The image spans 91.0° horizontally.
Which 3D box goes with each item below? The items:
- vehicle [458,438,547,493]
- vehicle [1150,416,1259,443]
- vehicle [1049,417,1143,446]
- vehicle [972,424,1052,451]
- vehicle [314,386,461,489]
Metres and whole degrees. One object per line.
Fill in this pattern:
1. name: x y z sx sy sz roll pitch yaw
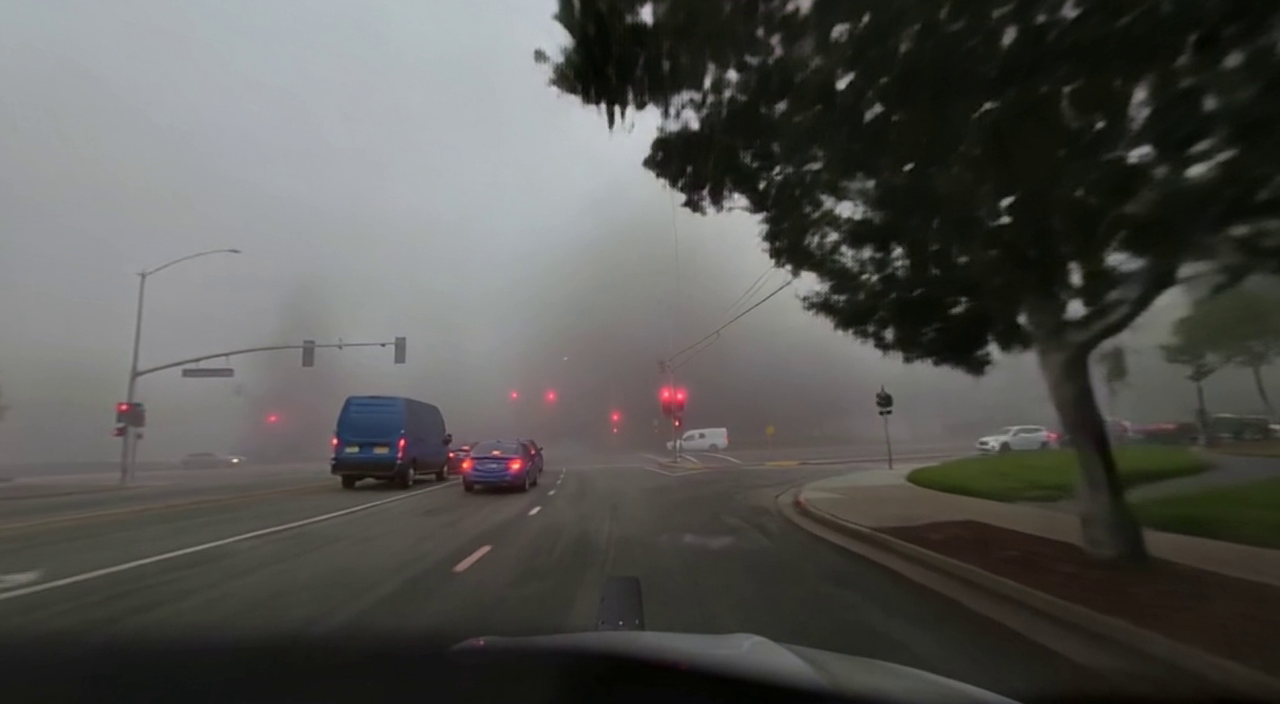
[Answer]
1. vehicle: -4.129 3.487 19.682 2.019 1.485 4.565 1 -9 -4
2. vehicle: 33.378 4.603 37.338 4.342 1.513 1.838 -2 -9 14
3. vehicle: 27.685 4.868 38.363 4.056 1.659 1.881 -2 -9 12
4. vehicle: 21.345 4.922 36.159 3.718 1.480 1.981 4 -9 -20
5. vehicle: -8.126 2.948 21.332 2.461 2.889 6.776 1 -9 -3
